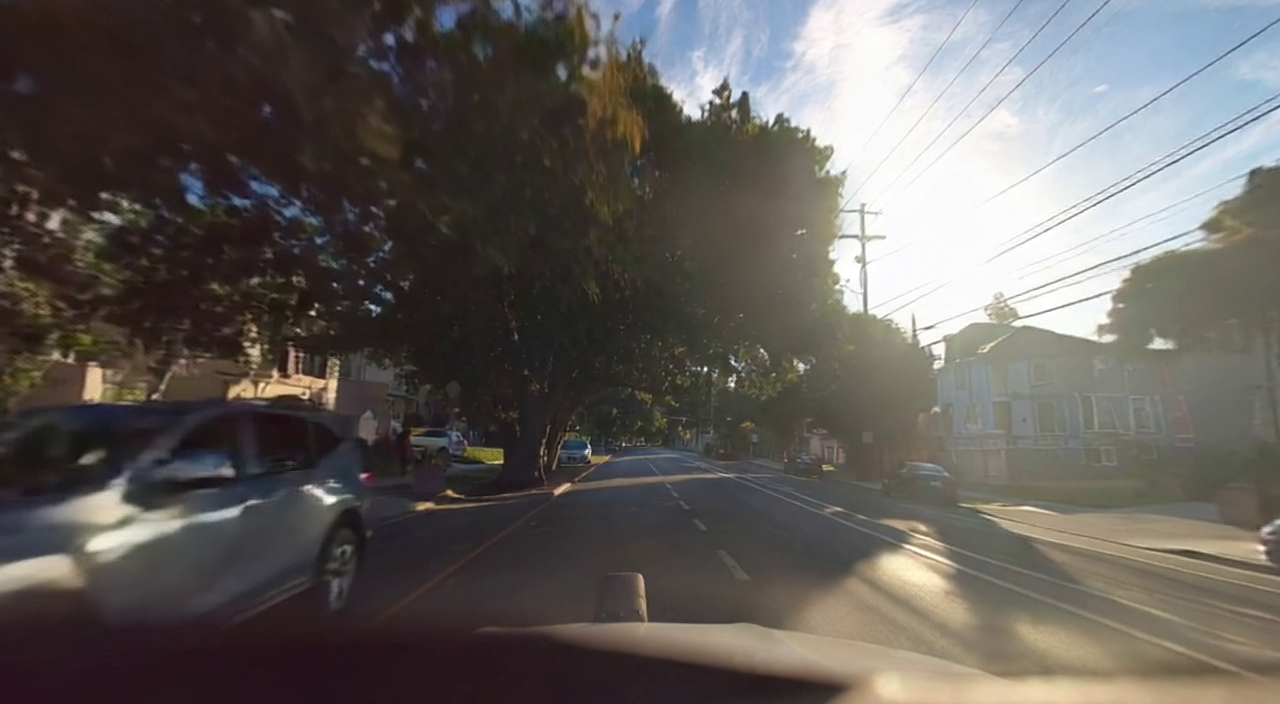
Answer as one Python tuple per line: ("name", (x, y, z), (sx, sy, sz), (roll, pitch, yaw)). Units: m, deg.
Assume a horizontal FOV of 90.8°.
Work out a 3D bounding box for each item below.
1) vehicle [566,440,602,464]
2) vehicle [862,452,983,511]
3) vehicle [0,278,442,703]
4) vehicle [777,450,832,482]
("vehicle", (-3.666, 6.614, 42.063), (2.021, 1.475, 4.523), (0, -8, 0))
("vehicle", (9.594, 4.378, 21.936), (1.977, 1.495, 4.800), (8, -8, 1))
("vehicle", (-3.265, 0.985, 3.853), (2.290, 1.924, 5.536), (0, -8, 0))
("vehicle", (9.416, 6.525, 36.463), (1.930, 1.456, 4.511), (8, -8, 2))
